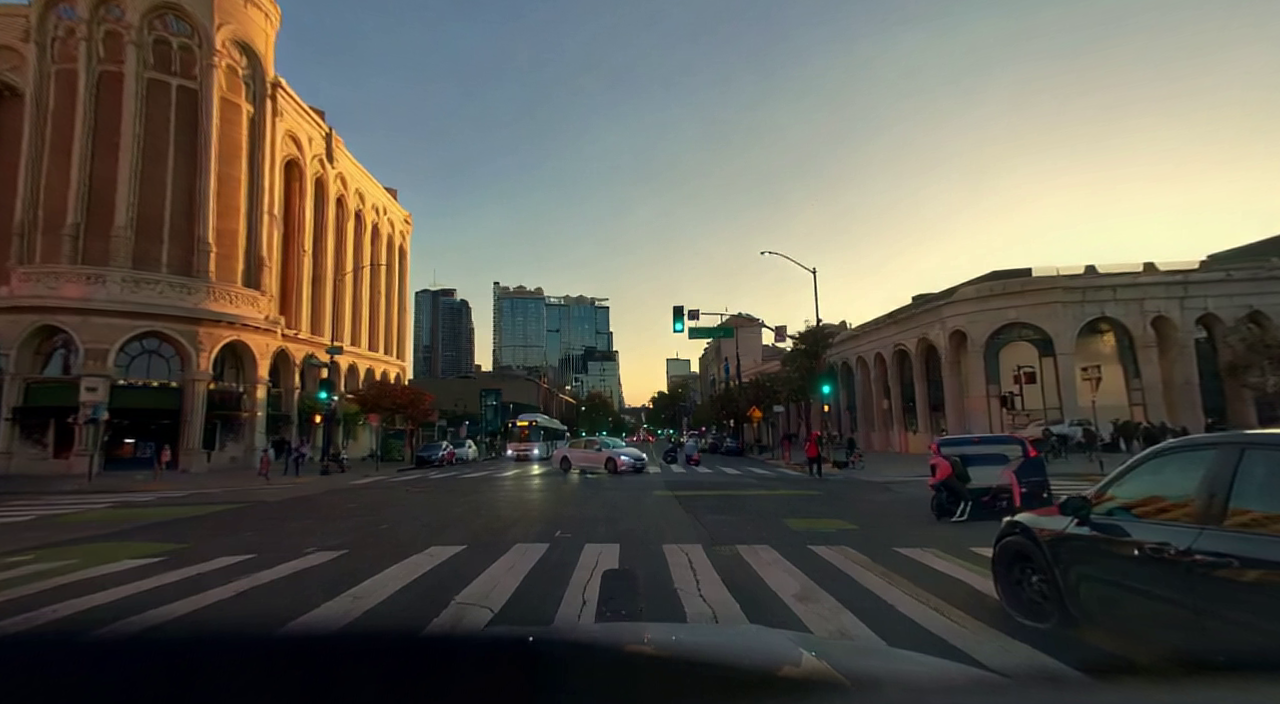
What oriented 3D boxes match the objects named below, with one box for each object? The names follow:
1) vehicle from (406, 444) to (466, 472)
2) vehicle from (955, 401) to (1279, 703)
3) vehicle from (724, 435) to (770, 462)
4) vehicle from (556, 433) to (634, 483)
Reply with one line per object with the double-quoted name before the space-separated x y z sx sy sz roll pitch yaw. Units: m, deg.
"vehicle" -11.776 6.120 36.721 1.998 1.505 4.405 0 -8 0
"vehicle" 3.830 1.177 4.033 2.006 1.495 4.271 -1 -8 10
"vehicle" 6.405 5.827 38.164 1.926 1.574 3.961 0 -8 -2
"vehicle" -1.857 3.870 23.649 2.050 1.465 5.388 -1 -6 -13
